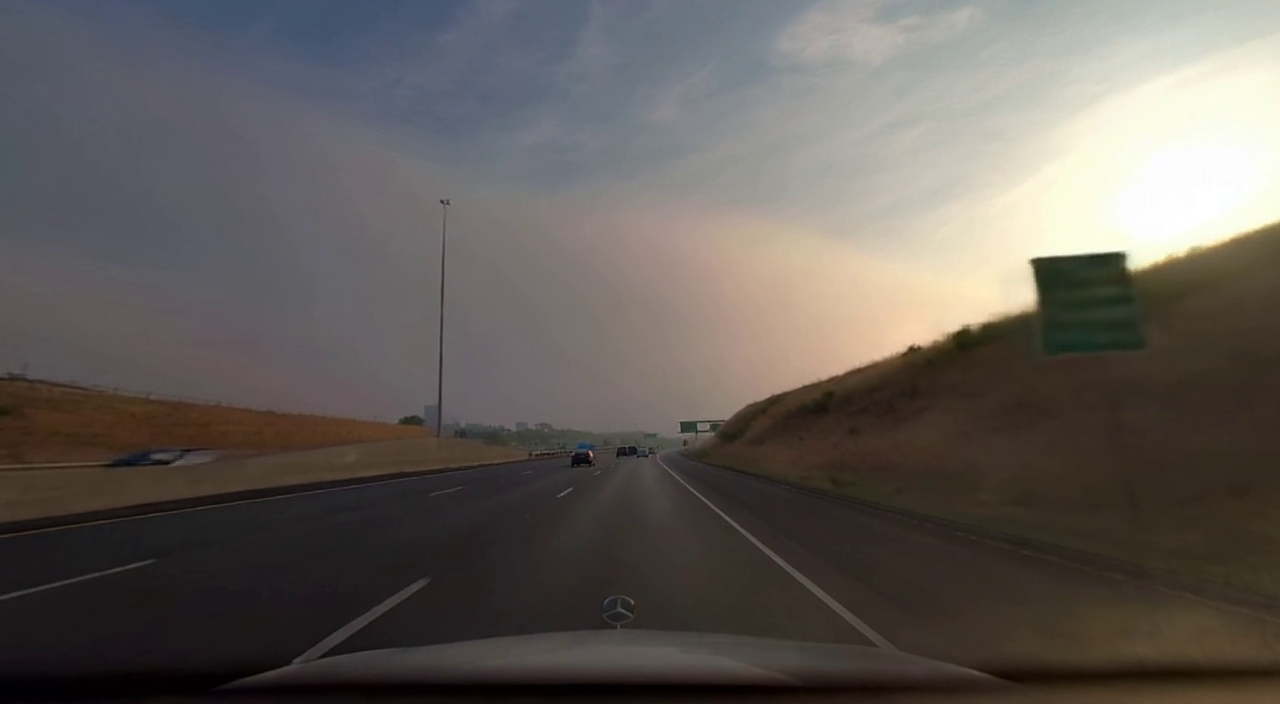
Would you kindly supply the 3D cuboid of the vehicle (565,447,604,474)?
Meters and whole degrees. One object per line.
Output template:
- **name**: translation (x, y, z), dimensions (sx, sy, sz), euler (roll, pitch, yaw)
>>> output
- **vehicle**: translation (-3.236, 6.365, 37.081), dimensions (1.895, 1.482, 3.852), euler (0, -9, 1)
